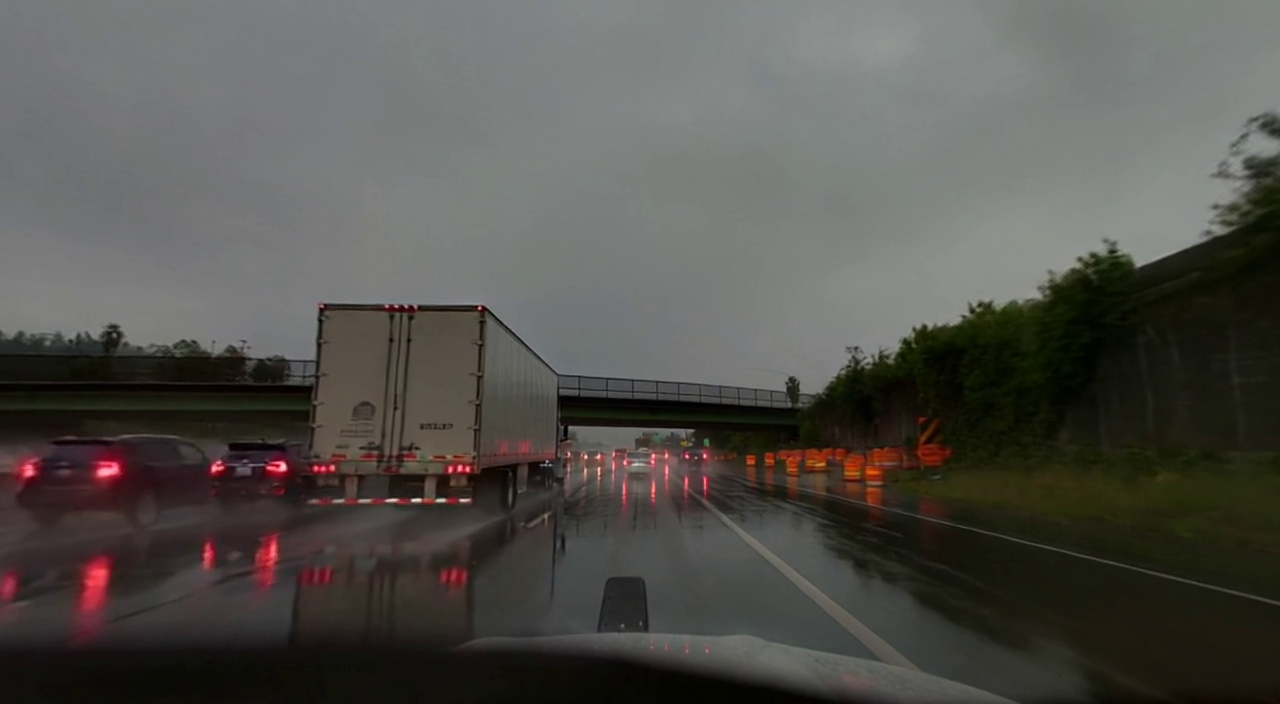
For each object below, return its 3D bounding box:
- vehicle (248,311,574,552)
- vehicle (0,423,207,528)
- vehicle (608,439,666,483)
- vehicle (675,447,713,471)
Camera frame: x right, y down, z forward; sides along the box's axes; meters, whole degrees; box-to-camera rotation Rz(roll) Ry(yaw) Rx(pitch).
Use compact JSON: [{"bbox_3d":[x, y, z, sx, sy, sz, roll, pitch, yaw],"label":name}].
[{"bbox_3d":[-3.665,1.854,14.144,3.075,3.276,11.073,0,-8,0],"label":"vehicle"},{"bbox_3d":[-11.574,2.427,13.012,1.999,1.764,4.597,0,-8,0],"label":"vehicle"},{"bbox_3d":[-0.159,4.589,26.872,2.270,1.696,4.061,0,-8,-1],"label":"vehicle"},{"bbox_3d":[3.405,6.858,40.581,2.003,1.465,4.092,0,-8,-1],"label":"vehicle"}]
